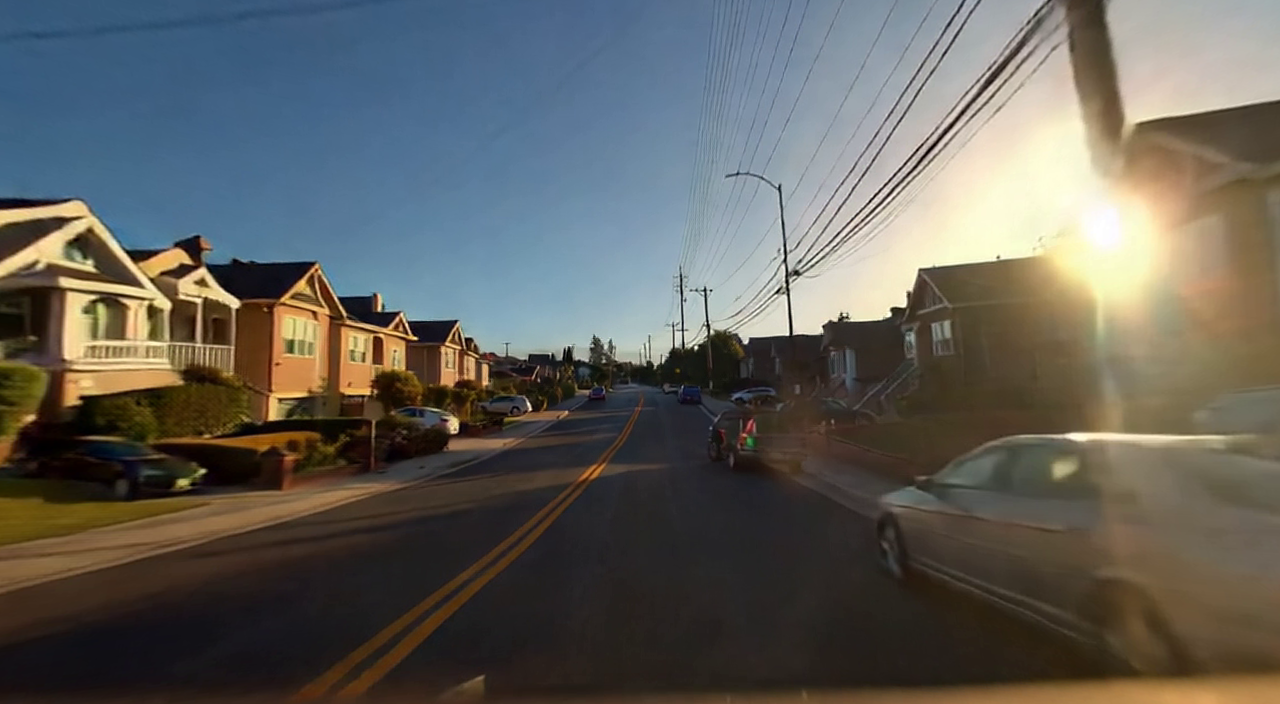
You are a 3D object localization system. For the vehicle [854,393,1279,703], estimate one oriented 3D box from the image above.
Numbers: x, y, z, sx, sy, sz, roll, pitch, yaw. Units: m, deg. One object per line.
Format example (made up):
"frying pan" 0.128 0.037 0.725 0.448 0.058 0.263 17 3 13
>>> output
"vehicle" 3.112 1.160 4.129 2.063 1.503 4.415 -1 -8 3

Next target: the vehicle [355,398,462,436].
"vehicle" -11.520 3.289 31.469 4.525 1.797 2.024 -1 -8 5

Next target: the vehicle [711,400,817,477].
"vehicle" 3.515 2.440 18.867 2.211 1.860 4.813 0 -3 0

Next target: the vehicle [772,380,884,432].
"vehicle" 9.069 2.679 30.688 4.622 1.826 2.065 -8 -8 1

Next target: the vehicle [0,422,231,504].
"vehicle" -11.825 2.410 13.909 4.236 1.654 1.745 0 -8 -4
